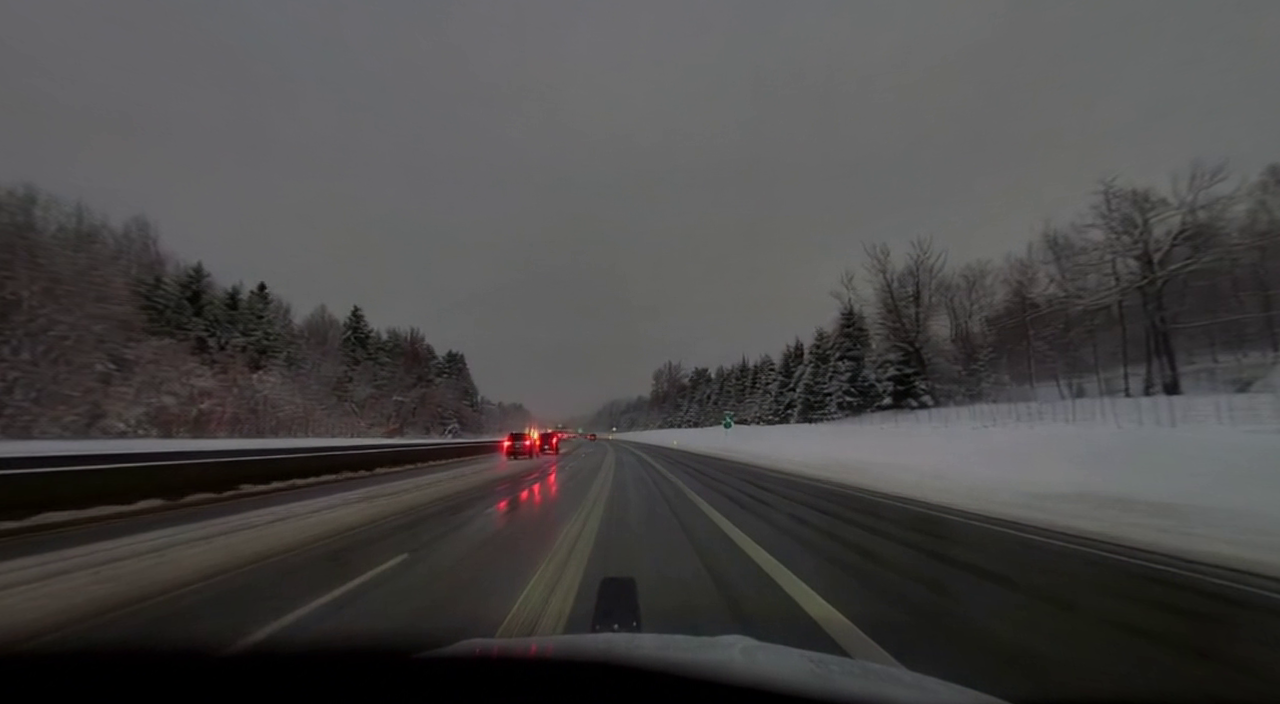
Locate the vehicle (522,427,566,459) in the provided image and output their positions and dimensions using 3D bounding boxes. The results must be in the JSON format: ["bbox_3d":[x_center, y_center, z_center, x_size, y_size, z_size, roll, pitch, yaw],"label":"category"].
[{"bbox_3d":[-5.577,5.348,37.070,2.007,1.727,4.040,0,-8,-1],"label":"vehicle"}]
